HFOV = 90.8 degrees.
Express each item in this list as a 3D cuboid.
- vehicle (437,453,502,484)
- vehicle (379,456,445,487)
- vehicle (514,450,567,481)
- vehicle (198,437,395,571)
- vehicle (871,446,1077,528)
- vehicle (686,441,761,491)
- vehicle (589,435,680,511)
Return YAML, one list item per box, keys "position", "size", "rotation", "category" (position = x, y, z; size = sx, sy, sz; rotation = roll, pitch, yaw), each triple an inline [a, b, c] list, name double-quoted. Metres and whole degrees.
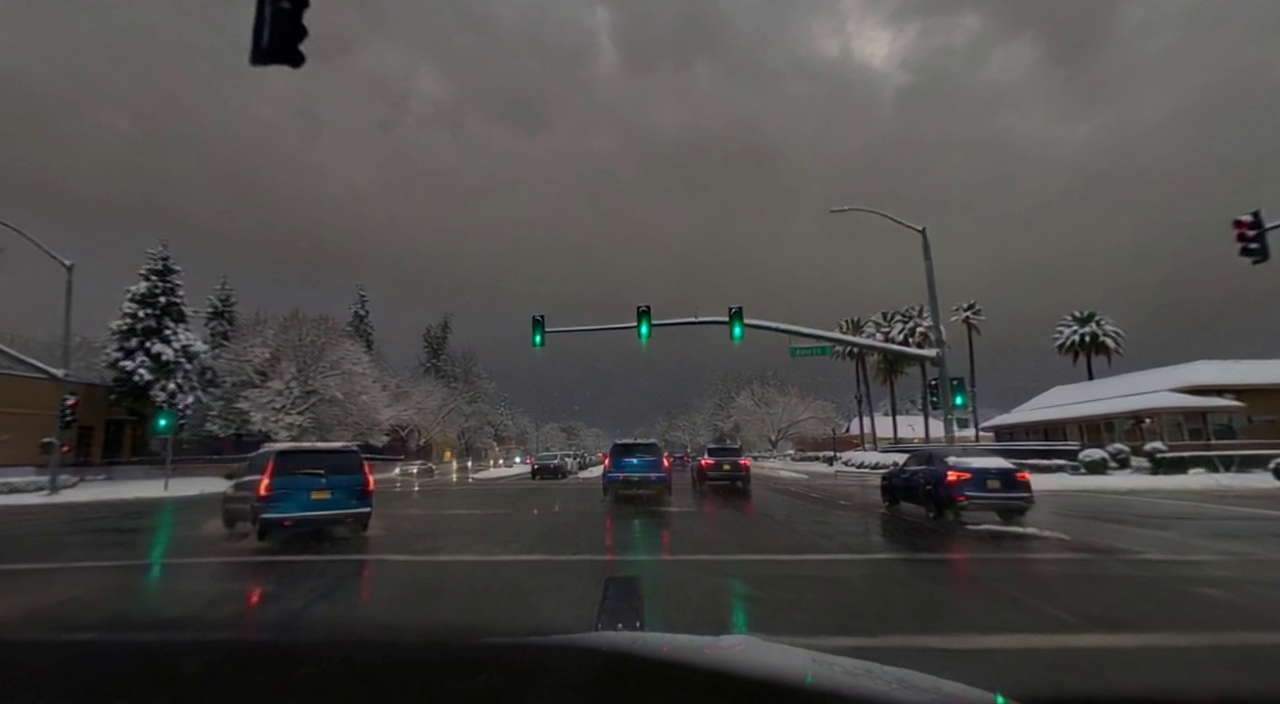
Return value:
- position: [-8.572, 5.877, 32.141]
  size: [2.061, 1.415, 4.289]
  rotation: [0, -8, 1]
  category: "vehicle"
- position: [-11.880, 6.205, 33.146]
  size: [1.850, 1.414, 4.184]
  rotation: [0, -8, 1]
  category: "vehicle"
- position: [-5.179, 5.971, 33.506]
  size: [2.030, 1.441, 4.324]
  rotation: [0, -8, 1]
  category: "vehicle"
- position: [-5.455, 2.262, 10.391]
  size: [2.201, 1.644, 4.465]
  rotation: [4, -9, -26]
  category: "vehicle"
- position: [6.776, 2.734, 13.489]
  size: [1.944, 1.447, 4.309]
  rotation: [0, -8, -1]
  category: "vehicle"
- position: [3.043, 4.240, 23.866]
  size: [2.112, 1.710, 4.234]
  rotation: [0, -8, -2]
  category: "vehicle"
- position: [-0.207, 3.191, 17.220]
  size: [2.151, 1.787, 4.109]
  rotation: [0, -8, -2]
  category: "vehicle"
